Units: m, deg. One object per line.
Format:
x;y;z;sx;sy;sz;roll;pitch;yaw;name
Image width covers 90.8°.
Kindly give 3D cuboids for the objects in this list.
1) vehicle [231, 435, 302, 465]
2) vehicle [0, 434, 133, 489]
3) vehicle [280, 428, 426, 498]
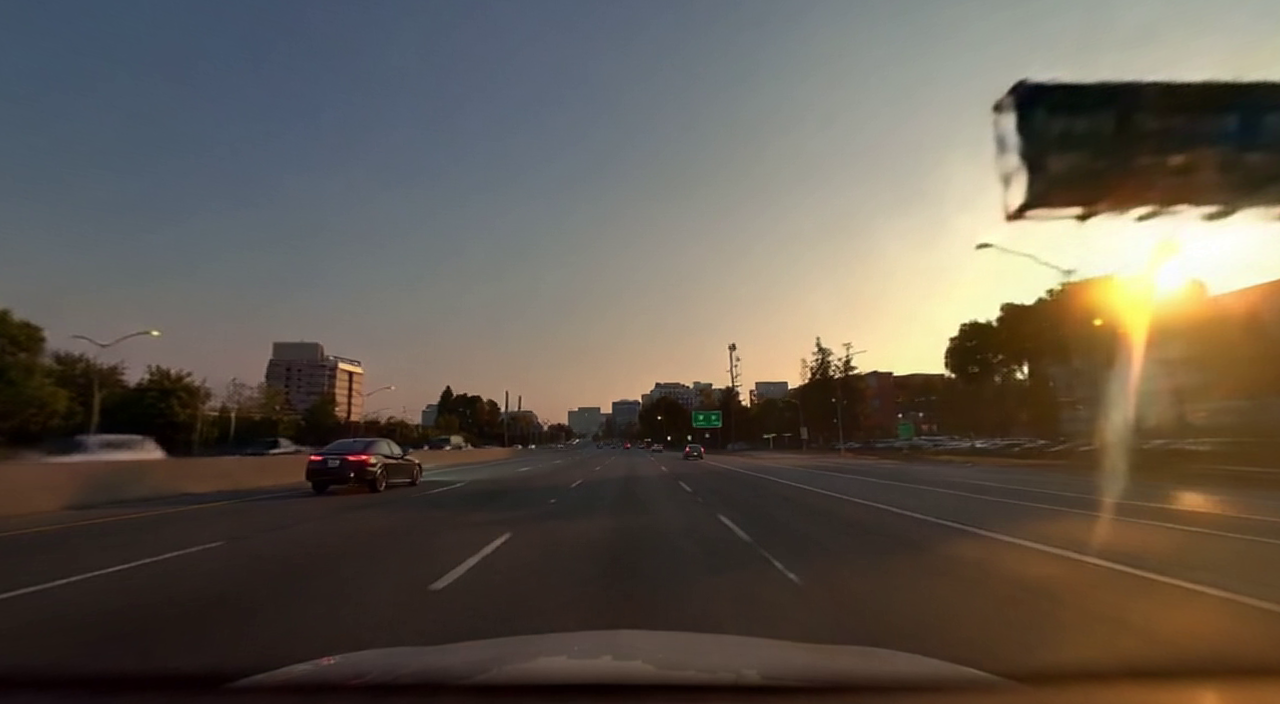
-29.190;7.697;49.680;2.250;2.218;5.664;0;-8;-2;vehicle
-21.382;3.807;22.296;2.213;1.709;5.781;0;-8;0;vehicle
-7.854;3.064;17.856;2.089;1.724;4.327;0;-8;0;vehicle
